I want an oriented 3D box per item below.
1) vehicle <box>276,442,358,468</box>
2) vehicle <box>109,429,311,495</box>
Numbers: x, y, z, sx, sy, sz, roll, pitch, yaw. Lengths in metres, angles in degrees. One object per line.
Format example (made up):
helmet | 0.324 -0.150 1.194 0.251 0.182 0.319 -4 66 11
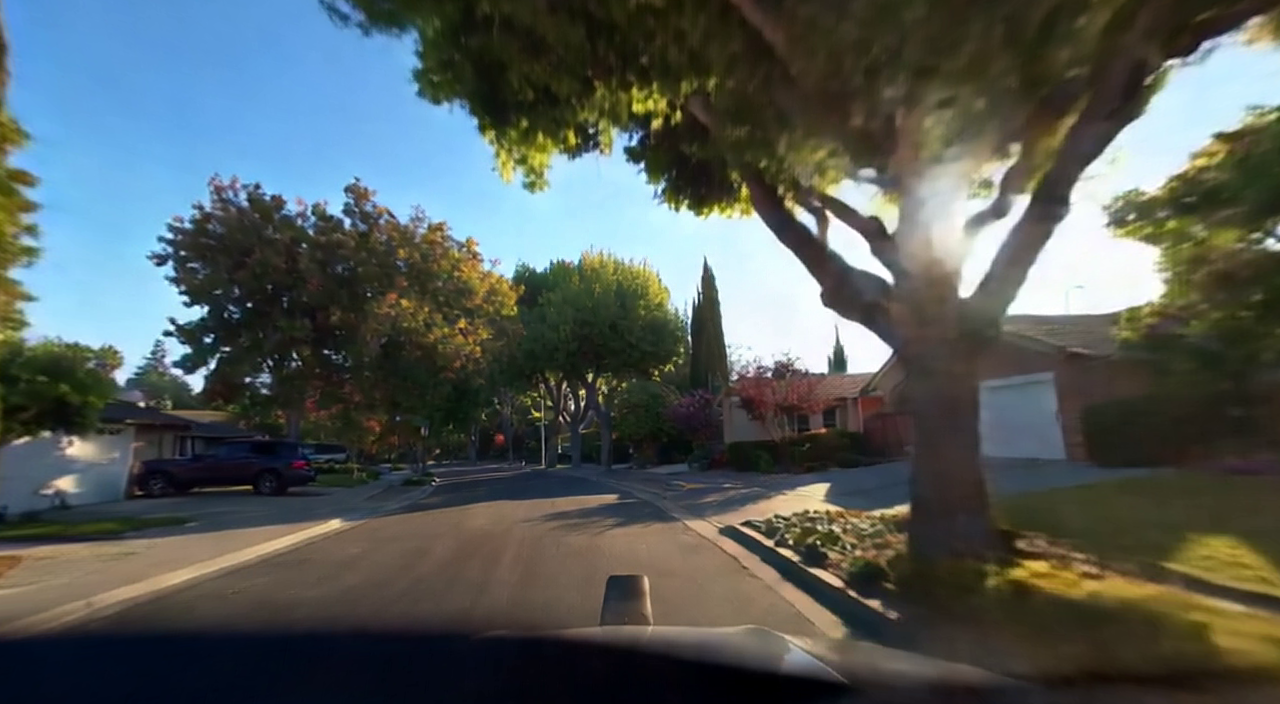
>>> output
vehicle | -20.999 6.717 41.139 4.471 1.638 1.877 3 -9 -19
vehicle | -13.403 3.440 20.116 4.961 1.757 1.971 2 -9 -24
